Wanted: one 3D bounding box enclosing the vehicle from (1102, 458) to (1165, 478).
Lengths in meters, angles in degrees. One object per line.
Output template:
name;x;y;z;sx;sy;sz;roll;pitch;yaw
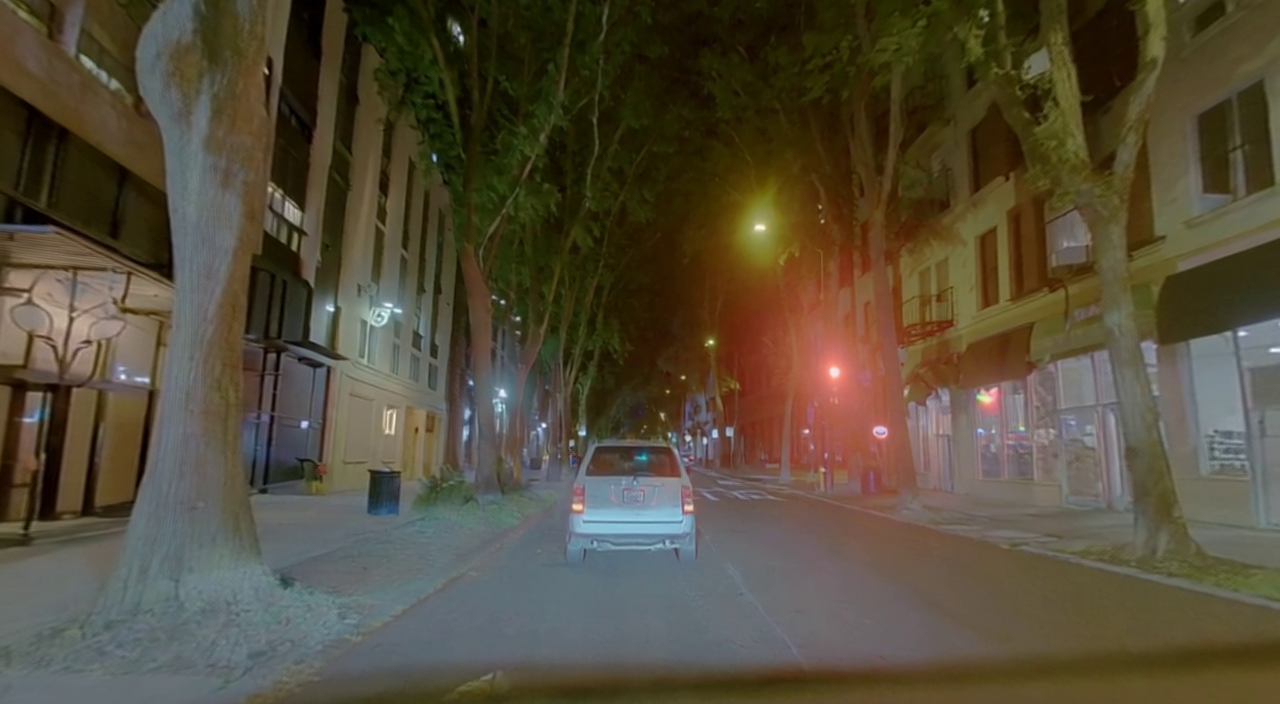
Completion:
vehicle;37.346;8.783;47.760;3.445;1.363;1.608;2;-9;-1

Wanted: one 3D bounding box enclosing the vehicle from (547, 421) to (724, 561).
vehicle;-0.084;1.923;9.423;2.079;1.621;3.861;0;-8;-1

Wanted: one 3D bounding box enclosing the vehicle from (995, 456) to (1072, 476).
vehicle;29.824;8.624;47.834;4.668;1.441;1.904;1;-9;-6
